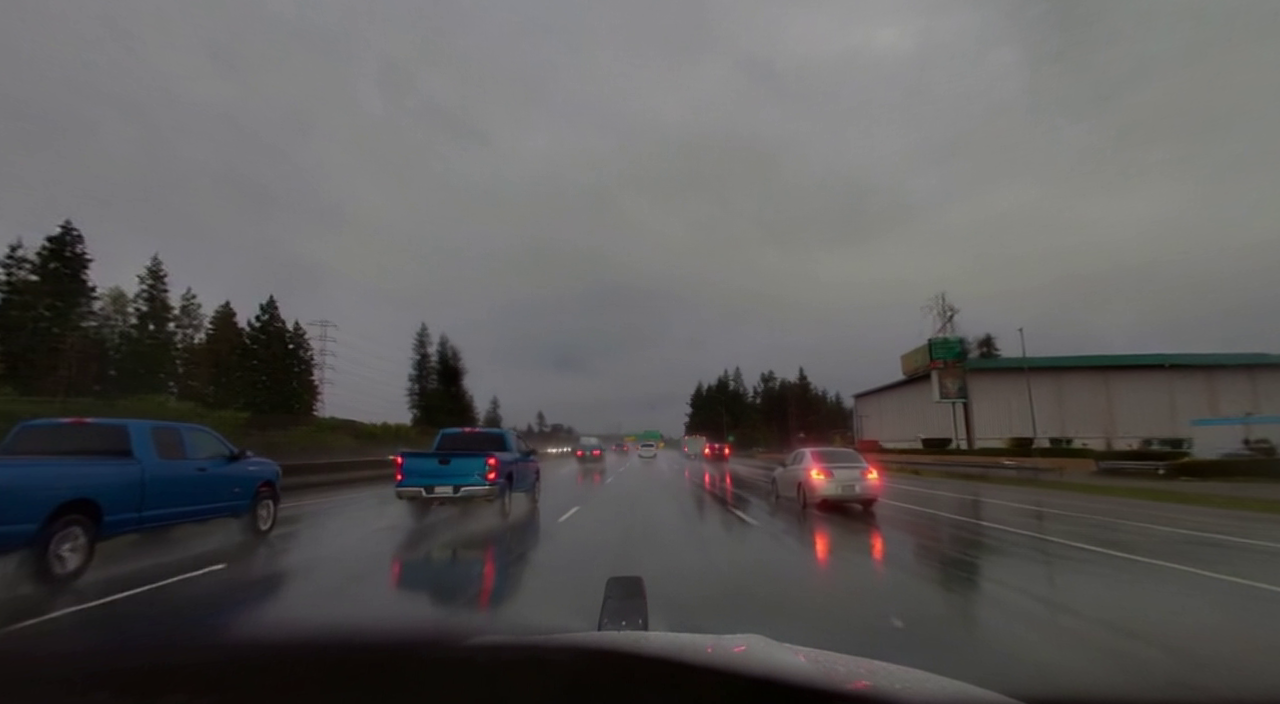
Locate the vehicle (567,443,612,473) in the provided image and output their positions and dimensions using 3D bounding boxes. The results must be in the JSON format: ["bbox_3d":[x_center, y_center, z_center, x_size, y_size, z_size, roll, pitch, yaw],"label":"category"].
[{"bbox_3d":[-3.005,6.415,38.571,2.209,1.714,4.576,0,-8,2],"label":"vehicle"}]

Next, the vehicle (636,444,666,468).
[{"bbox_3d":[0.794,7.583,46.159,2.080,1.682,4.150,0,-8,0],"label":"vehicle"}]

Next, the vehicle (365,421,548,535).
[{"bbox_3d":[-3.253,2.338,12.348,2.146,1.775,4.553,0,-8,1],"label":"vehicle"}]

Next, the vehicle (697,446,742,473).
[{"bbox_3d":[4.642,6.355,37.470,2.072,1.456,4.537,0,-8,0],"label":"vehicle"}]

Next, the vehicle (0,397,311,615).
[{"bbox_3d":[-6.560,1.620,7.523,2.428,1.812,5.131,0,-8,1],"label":"vehicle"}]

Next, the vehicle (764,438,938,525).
[{"bbox_3d":[4.164,2.614,13.403,2.111,1.498,4.466,0,-8,0],"label":"vehicle"}]
